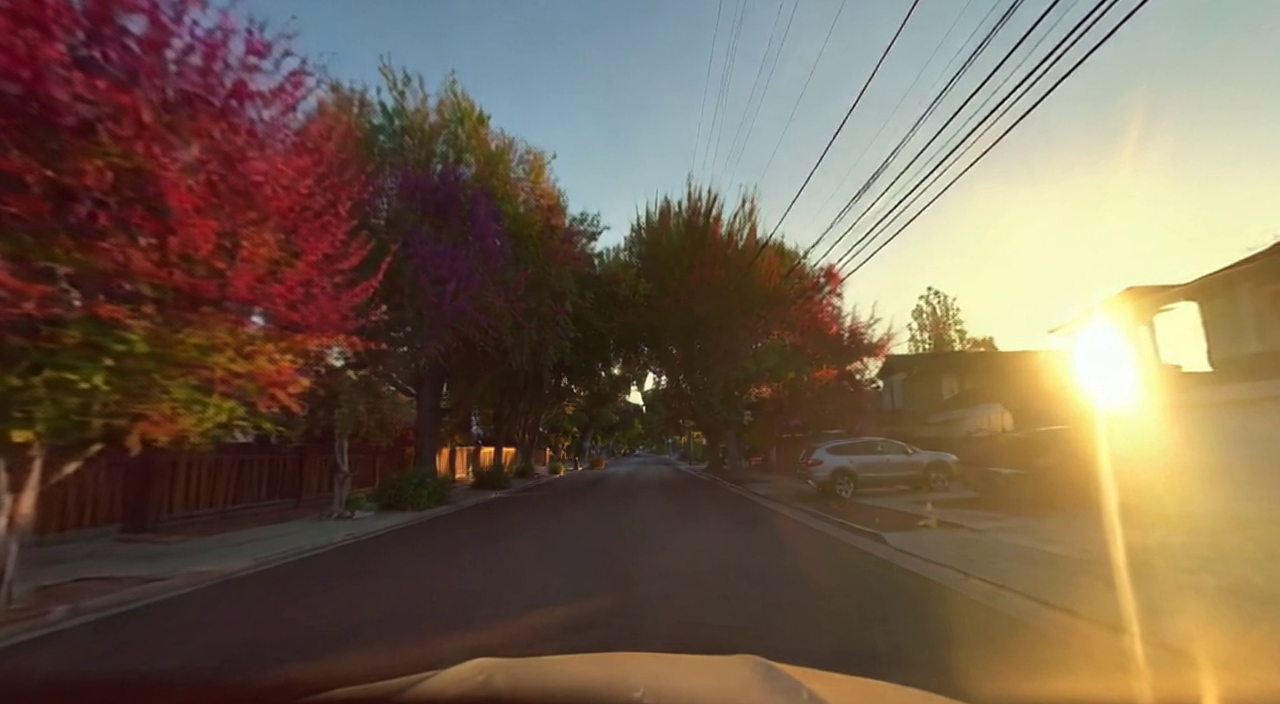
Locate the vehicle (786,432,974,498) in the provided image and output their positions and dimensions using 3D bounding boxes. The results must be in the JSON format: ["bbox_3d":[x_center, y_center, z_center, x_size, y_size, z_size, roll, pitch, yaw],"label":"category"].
[{"bbox_3d":[7.050,3.389,19.054,4.806,1.851,2.050,0,-9,2],"label":"vehicle"}]
